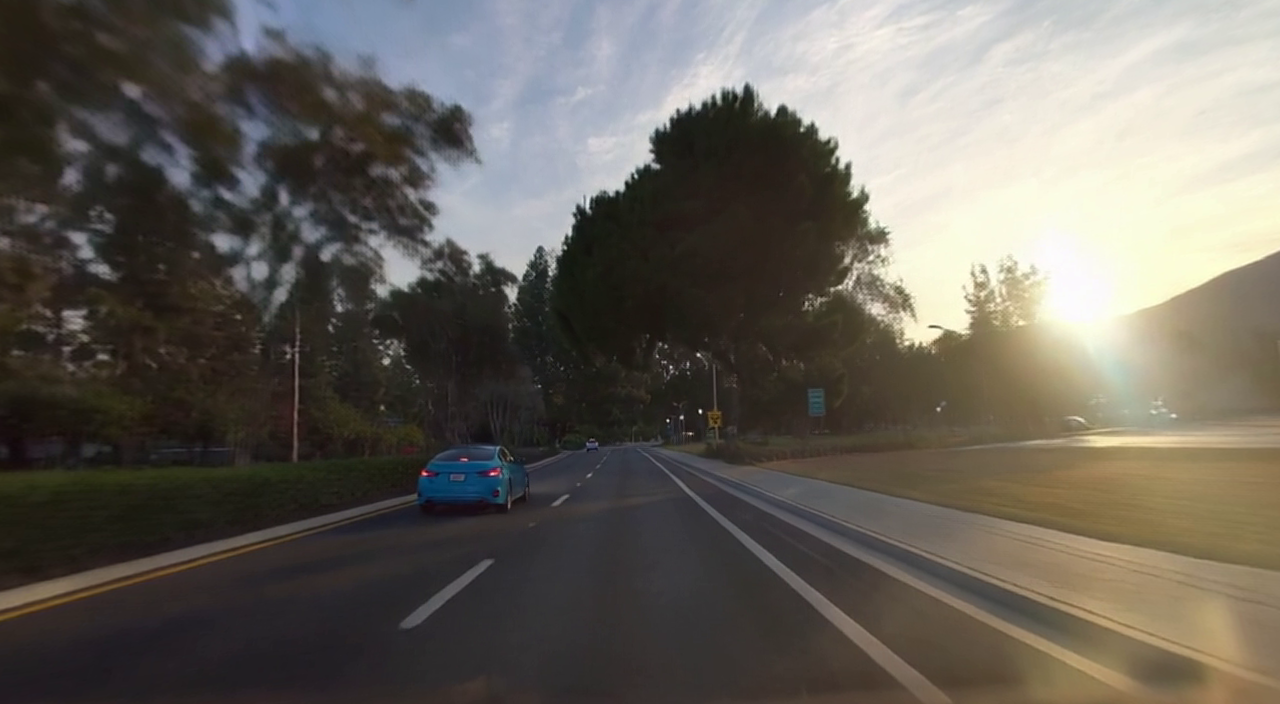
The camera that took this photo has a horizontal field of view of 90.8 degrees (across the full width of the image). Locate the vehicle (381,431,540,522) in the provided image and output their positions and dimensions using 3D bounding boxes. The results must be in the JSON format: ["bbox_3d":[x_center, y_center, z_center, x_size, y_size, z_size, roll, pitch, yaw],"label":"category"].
[{"bbox_3d":[-3.288,2.348,12.516,1.964,1.472,4.078,0,-8,0],"label":"vehicle"}]
